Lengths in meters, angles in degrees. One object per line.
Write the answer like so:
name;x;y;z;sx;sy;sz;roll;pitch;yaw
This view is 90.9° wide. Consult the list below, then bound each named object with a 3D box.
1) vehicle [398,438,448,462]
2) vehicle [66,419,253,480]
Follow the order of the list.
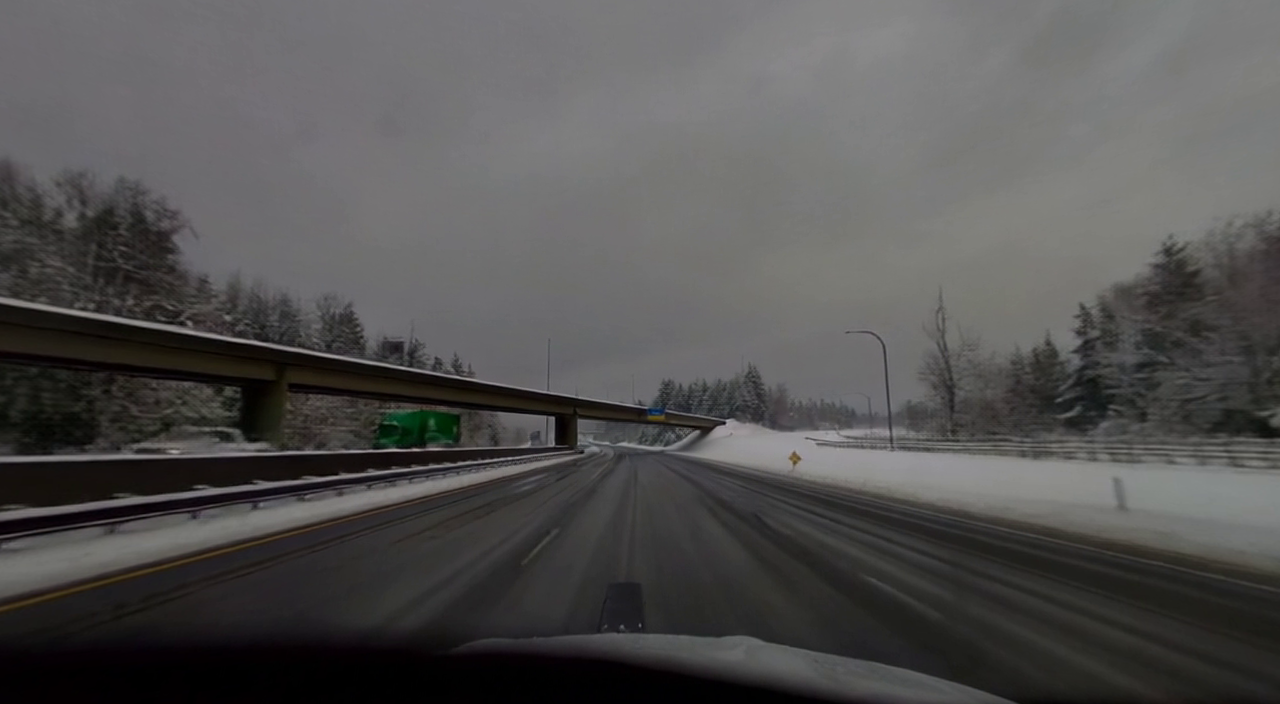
vehicle;-14.734;6.694;43.039;1.904;1.541;4.434;0;-9;-1
vehicle;-14.409;2.995;19.380;2.117;1.623;4.690;0;-9;-1
